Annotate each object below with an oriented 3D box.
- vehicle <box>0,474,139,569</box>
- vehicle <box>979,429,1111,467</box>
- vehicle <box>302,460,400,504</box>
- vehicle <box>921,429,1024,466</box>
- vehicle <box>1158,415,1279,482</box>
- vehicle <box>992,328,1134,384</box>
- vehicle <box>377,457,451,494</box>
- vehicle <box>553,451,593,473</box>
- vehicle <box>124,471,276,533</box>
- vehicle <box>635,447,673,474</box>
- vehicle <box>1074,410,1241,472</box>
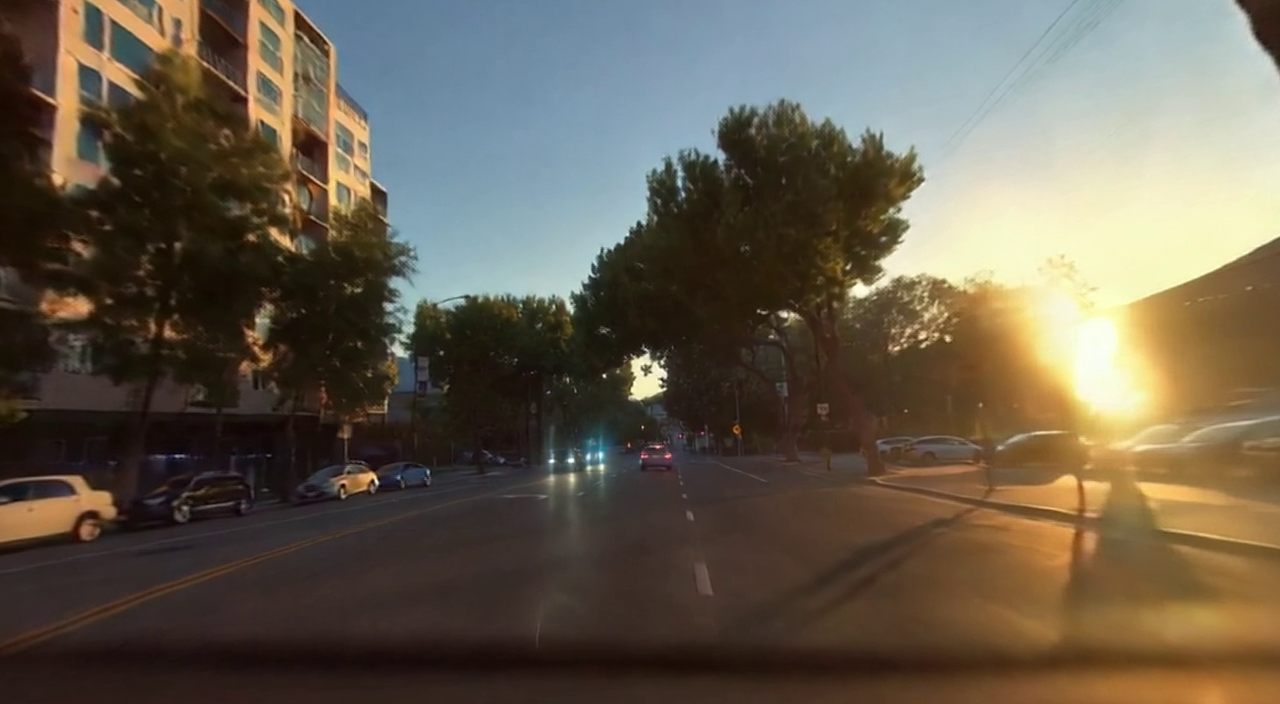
[{"bbox_3d":[-12.934,3.398,12.569,1.984,1.635,4.525,-4,-9,5],"label":"vehicle"},{"bbox_3d":[16.154,3.867,25.398,3.620,1.412,2.472,-1,-9,3],"label":"vehicle"},{"bbox_3d":[-12.283,5.528,27.205,1.997,1.668,4.084,-1,-9,5],"label":"vehicle"},{"bbox_3d":[16.129,4.691,30.798,3.922,1.420,1.784,-5,-10,4],"label":"vehicle"},{"bbox_3d":[14.588,2.200,14.563,3.556,1.414,1.851,-1,-9,2],"label":"vehicle"},{"bbox_3d":[15.369,0.172,23.124,3.766,1.708,1.810,-1,-9,5],"label":"vehicle"},{"bbox_3d":[-11.882,6.501,33.577,2.016,1.627,4.742,-2,-8,3],"label":"vehicle"},{"bbox_3d":[-4.712,7.788,44.989,1.993,1.463,4.265,-1,-9,5],"label":"vehicle"},{"bbox_3d":[-12.740,4.317,18.608,1.646,1.462,3.740,-1,-9,2],"label":"vehicle"},{"bbox_3d":[0.873,6.231,36.625,2.051,1.454,4.132,-1,-9,3],"label":"vehicle"},{"bbox_3d":[16.056,2.854,20.040,2.050,1.573,5.029,-6,-10,15],"label":"vehicle"}]
